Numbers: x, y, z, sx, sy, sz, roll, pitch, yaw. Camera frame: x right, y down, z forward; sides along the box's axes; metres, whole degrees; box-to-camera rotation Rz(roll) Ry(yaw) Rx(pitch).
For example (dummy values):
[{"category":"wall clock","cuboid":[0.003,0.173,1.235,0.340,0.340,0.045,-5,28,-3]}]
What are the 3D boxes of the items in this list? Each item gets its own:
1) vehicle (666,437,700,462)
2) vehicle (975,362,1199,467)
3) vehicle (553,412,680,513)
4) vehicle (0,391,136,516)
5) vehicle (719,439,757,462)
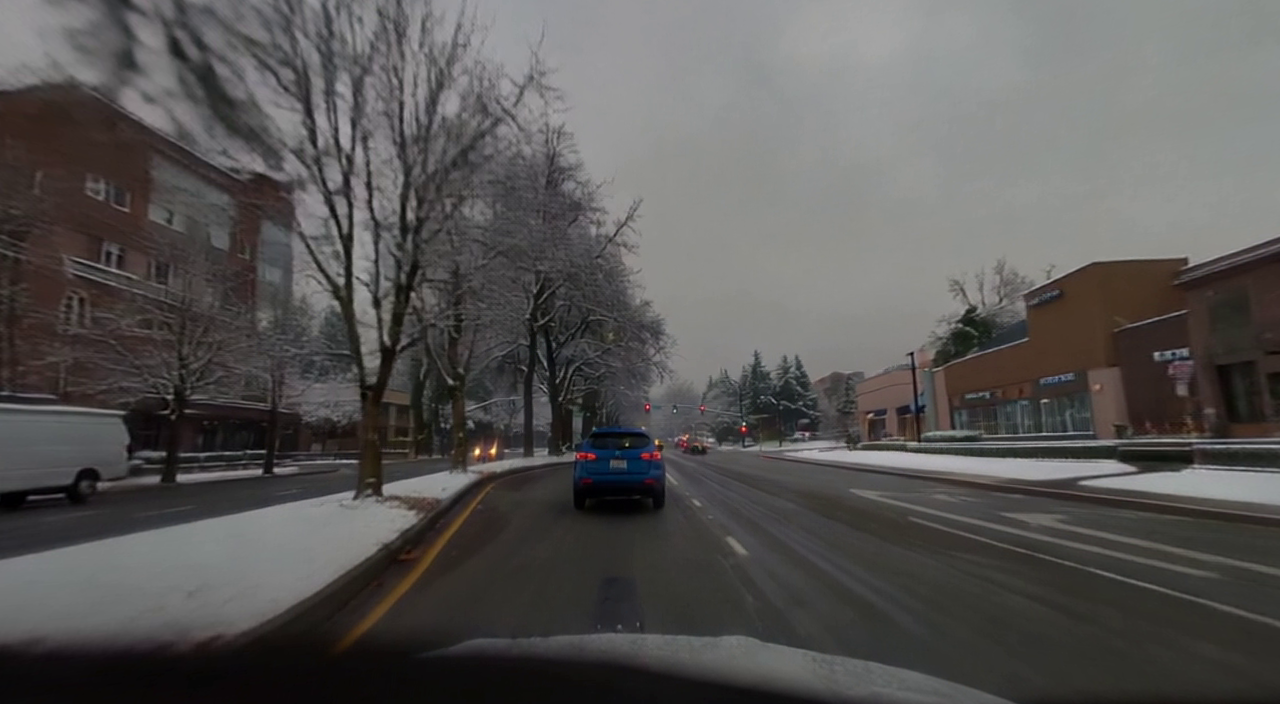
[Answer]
[{"category":"vehicle","cuboid":[2.832,6.494,42.163,1.929,1.590,4.287,0,-9,-1]},{"category":"vehicle","cuboid":[18.365,2.895,27.104,3.269,3.755,8.862,0,-9,2]},{"category":"vehicle","cuboid":[-0.463,2.325,13.616,2.277,1.816,4.192,0,-9,-1]},{"category":"vehicle","cuboid":[-18.983,2.875,17.961,2.811,3.399,7.898,0,-9,-2]},{"category":"vehicle","cuboid":[6.392,6.509,41.731,1.777,1.443,3.942,0,-9,-2]}]
